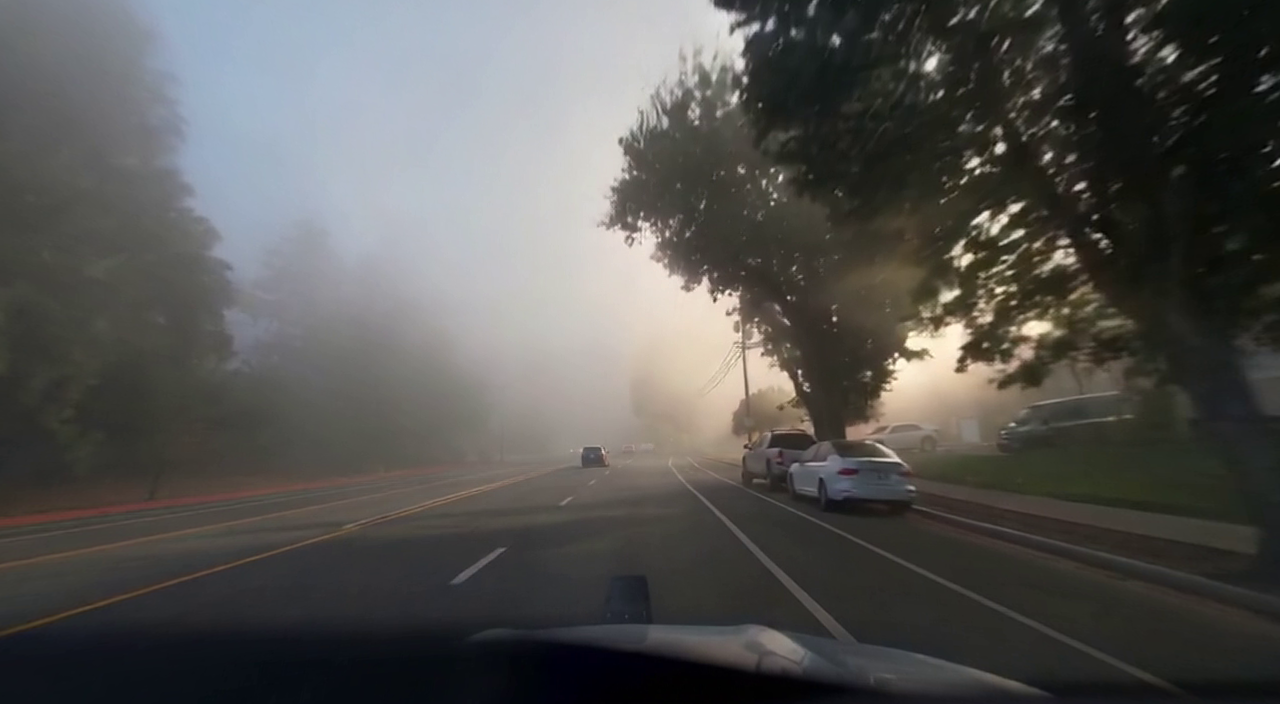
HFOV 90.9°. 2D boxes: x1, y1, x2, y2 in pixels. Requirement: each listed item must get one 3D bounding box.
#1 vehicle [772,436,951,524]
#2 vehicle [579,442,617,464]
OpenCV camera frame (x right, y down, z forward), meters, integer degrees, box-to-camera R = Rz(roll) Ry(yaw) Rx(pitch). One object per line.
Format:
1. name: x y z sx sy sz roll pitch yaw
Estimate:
1. vehicle: 4.416 2.618 13.555 2.241 1.536 4.682 0 -9 1
2. vehicle: -2.847 6.970 43.677 2.084 1.466 4.522 -1 -9 3
